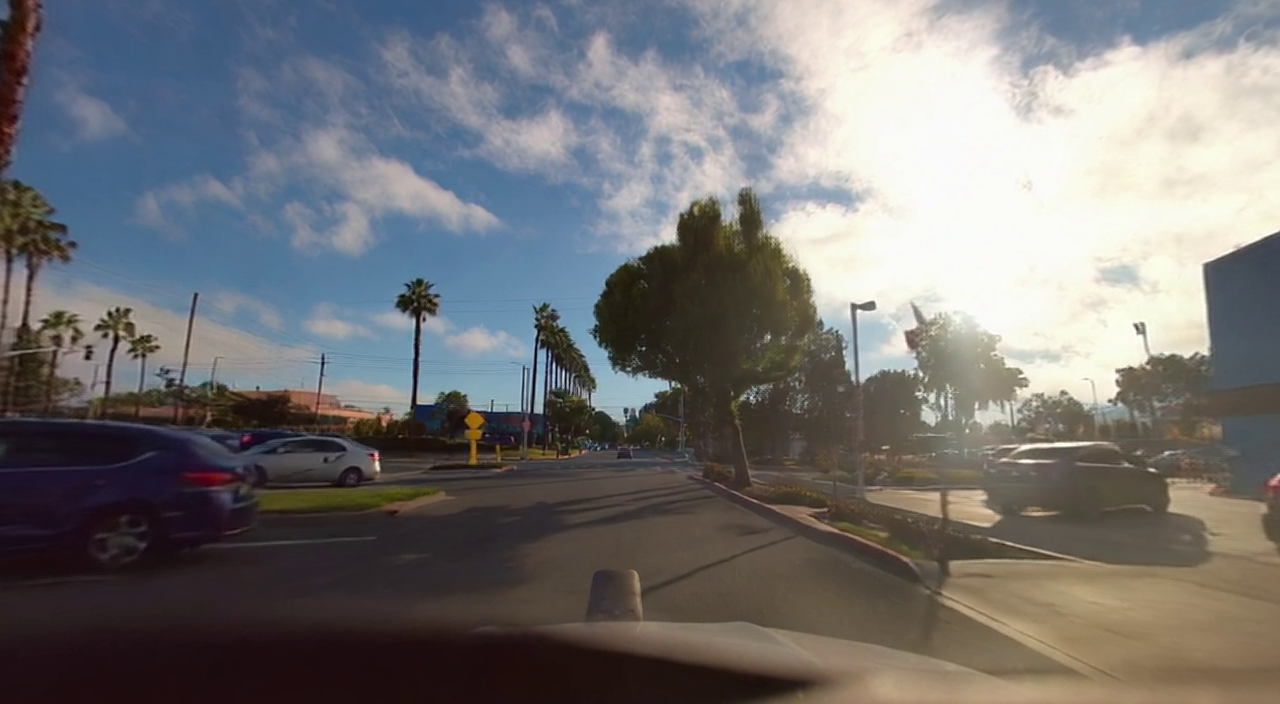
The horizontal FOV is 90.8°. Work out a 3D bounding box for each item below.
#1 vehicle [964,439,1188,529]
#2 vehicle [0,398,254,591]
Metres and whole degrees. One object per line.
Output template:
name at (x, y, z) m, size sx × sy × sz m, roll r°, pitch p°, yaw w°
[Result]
vehicle at (9.470, 2.744, 13.679) m, size 4.651 × 1.610 × 2.157 m, roll 6°, pitch -10°, yaw -31°
vehicle at (-6.112, 1.191, 5.540) m, size 4.542 × 1.483 × 2.174 m, roll 5°, pitch -10°, yaw -31°
